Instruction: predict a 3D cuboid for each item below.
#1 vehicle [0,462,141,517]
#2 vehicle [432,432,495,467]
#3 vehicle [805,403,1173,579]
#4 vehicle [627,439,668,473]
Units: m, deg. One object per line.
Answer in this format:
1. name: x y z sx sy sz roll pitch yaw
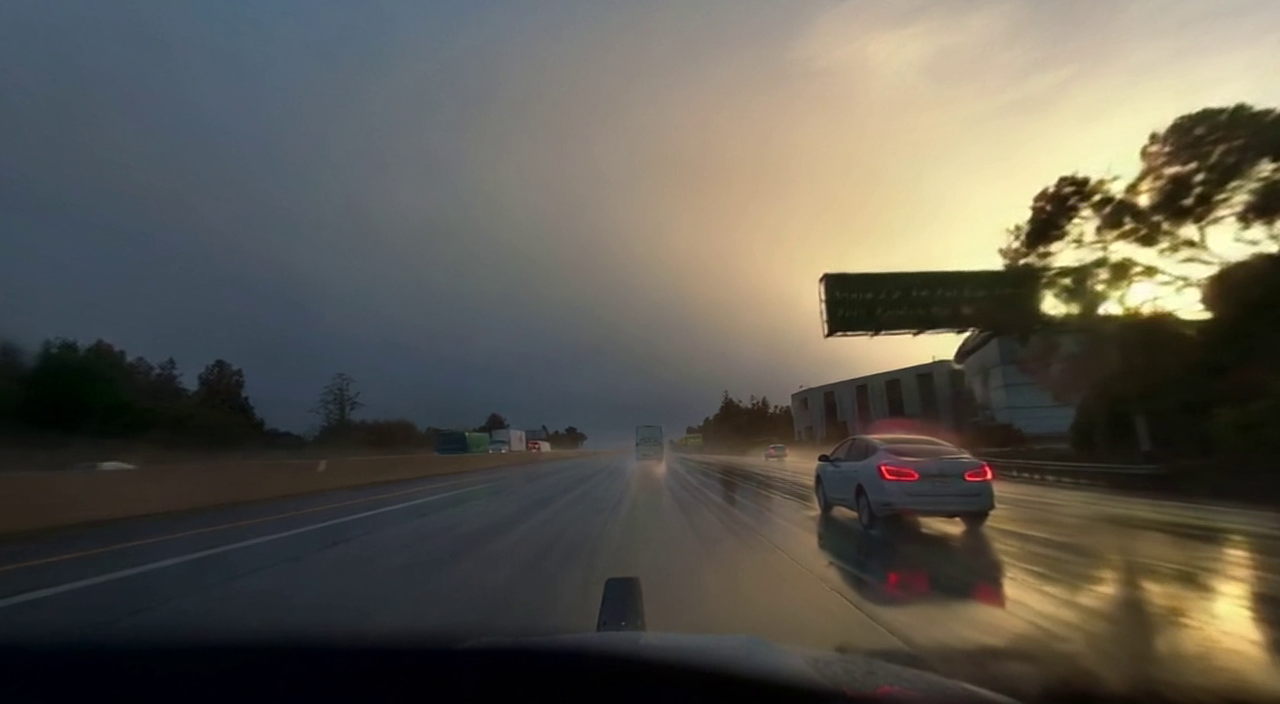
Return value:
1. vehicle: -19.201 4.368 20.537 1.889 1.486 4.749 0 -9 1
2. vehicle: -11.925 6.692 43.115 2.304 2.203 6.144 -1 -9 3
3. vehicle: 3.863 1.670 8.359 2.008 1.595 5.082 0 -9 1
4. vehicle: 0.394 5.433 32.995 2.015 1.639 4.086 0 -9 0
